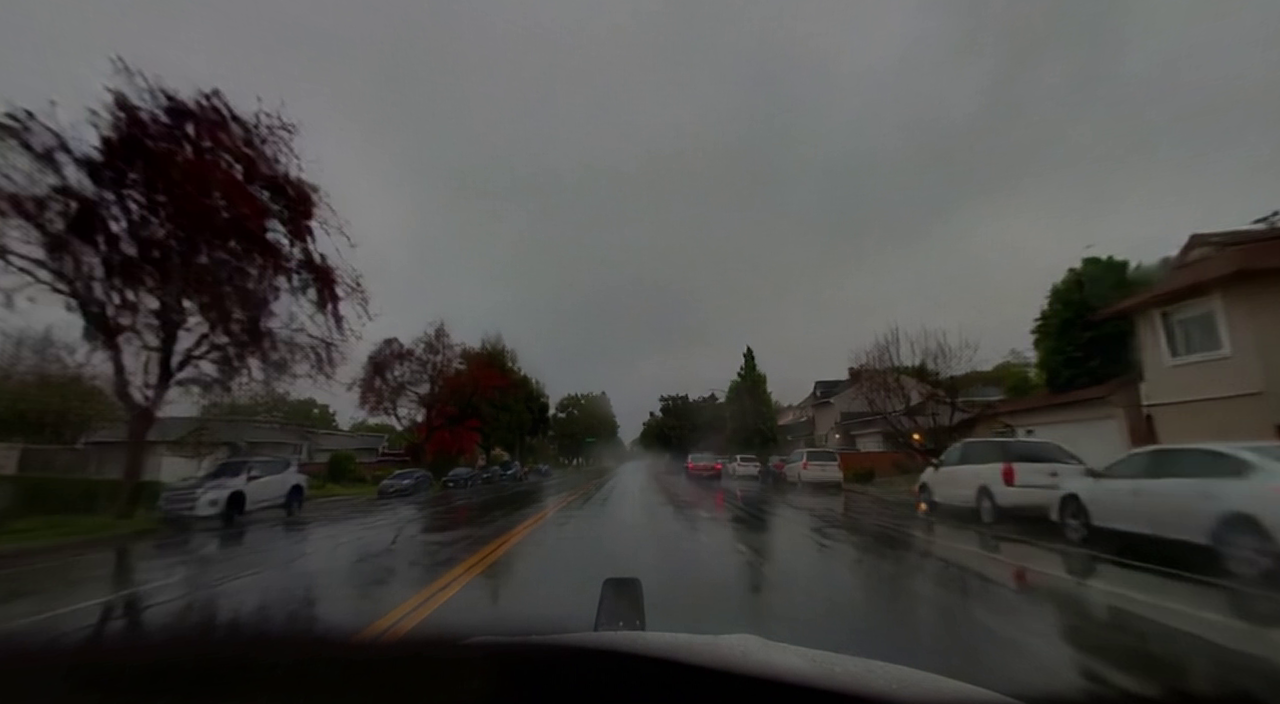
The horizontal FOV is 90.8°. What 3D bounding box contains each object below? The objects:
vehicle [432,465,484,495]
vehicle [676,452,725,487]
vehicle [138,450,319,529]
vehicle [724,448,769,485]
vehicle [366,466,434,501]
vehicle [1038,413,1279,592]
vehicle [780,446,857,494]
[{"bbox_3d":[-11.868,8.346,41.490,1.888,1.668,5.052,0,-9,0],"label":"vehicle"},{"bbox_3d":[3.060,6.021,32.792,1.951,1.620,4.582,0,-8,-2],"label":"vehicle"},{"bbox_3d":[-11.609,3.850,18.342,2.181,1.920,4.570,0,-8,-1],"label":"vehicle"},{"bbox_3d":[7.126,7.681,42.774,2.081,2.286,4.941,0,-9,-2],"label":"vehicle"},{"bbox_3d":[-11.822,6.476,31.446,1.809,1.476,4.423,0,-9,-2],"label":"vehicle"},{"bbox_3d":[7.484,1.691,7.533,2.071,1.793,5.072,0,-8,-1],"label":"vehicle"},{"bbox_3d":[7.473,4.958,27.010,1.873,1.867,4.673,0,-9,-1],"label":"vehicle"}]
